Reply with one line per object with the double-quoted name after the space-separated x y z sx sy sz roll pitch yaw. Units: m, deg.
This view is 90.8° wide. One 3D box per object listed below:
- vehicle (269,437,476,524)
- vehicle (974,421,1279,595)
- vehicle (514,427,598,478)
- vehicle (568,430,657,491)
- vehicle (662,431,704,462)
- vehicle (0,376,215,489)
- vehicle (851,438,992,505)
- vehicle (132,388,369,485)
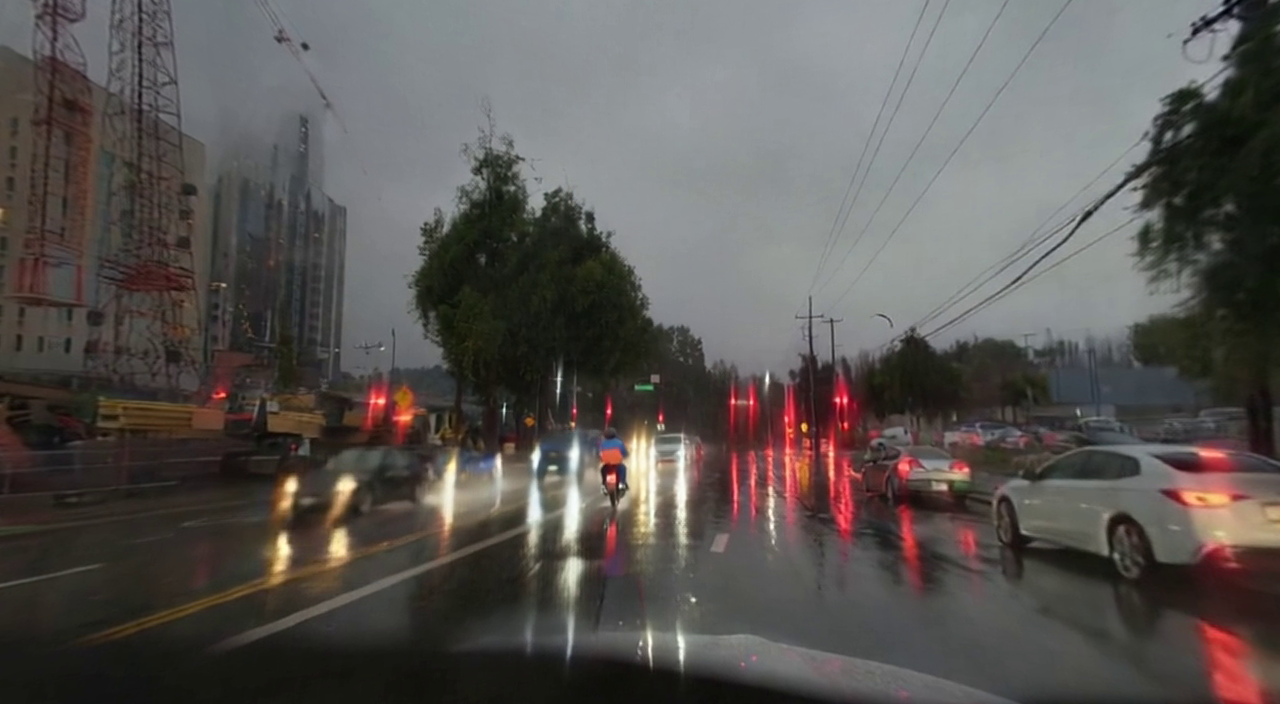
-5.343 2.606 13.532 2.105 1.509 4.753 -1 -8 4 "vehicle"
5.977 1.792 7.580 1.891 1.442 4.560 -2 -13 7 "vehicle"
-3.379 4.255 26.990 2.222 1.911 5.988 -1 -8 6 "vehicle"
-0.690 3.233 19.151 1.925 1.602 4.090 -2 -8 9 "vehicle"
3.027 6.409 42.945 2.295 1.929 5.498 -2 -8 9 "vehicle"
-20.860 3.033 23.768 3.283 3.441 8.669 -1 -7 4 "vehicle"
6.987 2.986 16.292 1.973 1.457 4.522 -1 -8 6 "vehicle"
-14.765 3.437 25.317 2.990 3.144 9.080 -1 -8 6 "vehicle"
